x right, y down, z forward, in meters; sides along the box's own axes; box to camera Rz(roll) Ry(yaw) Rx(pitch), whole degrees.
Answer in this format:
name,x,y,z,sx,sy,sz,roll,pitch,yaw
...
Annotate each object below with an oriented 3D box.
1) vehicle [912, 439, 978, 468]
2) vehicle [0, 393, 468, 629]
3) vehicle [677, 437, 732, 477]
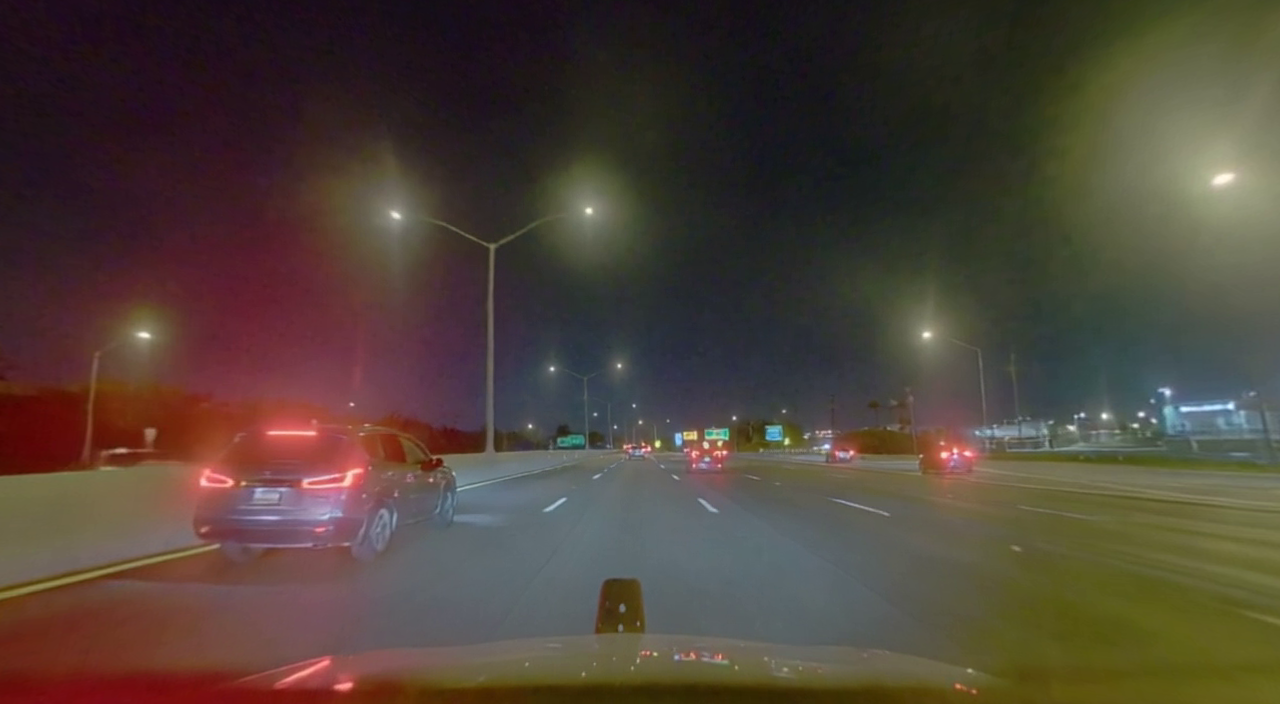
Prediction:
name,x,y,z,sx,sy,sz,roll,pitch,yaw
vehicle,19.763,6.594,41.175,2.070,1.782,5.006,-1,-9,4
vehicle,-3.575,1.481,6.909,2.099,1.682,4.590,0,-8,0
vehicle,2.870,4.789,29.040,1.997,1.638,4.281,0,-8,-1
